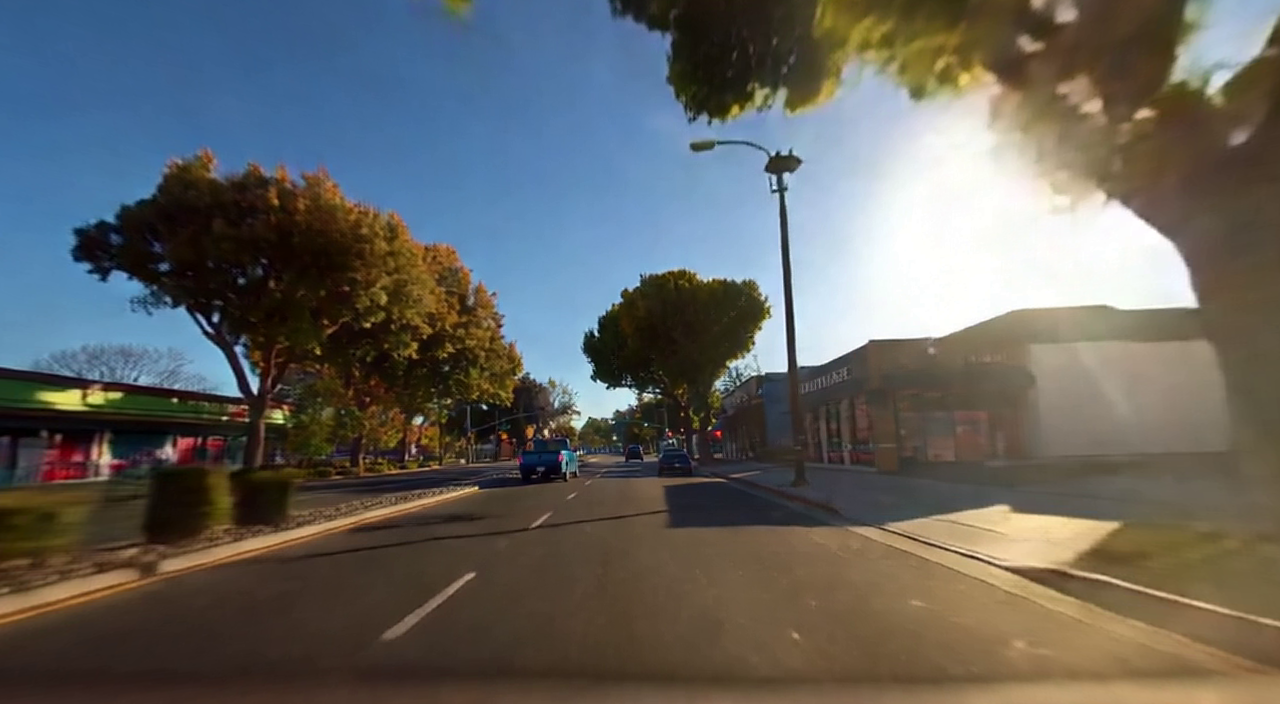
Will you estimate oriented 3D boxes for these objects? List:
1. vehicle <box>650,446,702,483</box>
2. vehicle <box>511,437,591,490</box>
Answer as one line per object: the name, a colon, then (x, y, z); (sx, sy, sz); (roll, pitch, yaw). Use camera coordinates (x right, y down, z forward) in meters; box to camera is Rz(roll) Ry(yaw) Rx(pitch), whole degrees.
vehicle: (1.518, 5.044, 28.560); (2.103, 1.487, 4.101); (0, -9, 0)
vehicle: (-3.294, 4.270, 24.485); (2.464, 1.777, 5.128); (0, -9, -1)
